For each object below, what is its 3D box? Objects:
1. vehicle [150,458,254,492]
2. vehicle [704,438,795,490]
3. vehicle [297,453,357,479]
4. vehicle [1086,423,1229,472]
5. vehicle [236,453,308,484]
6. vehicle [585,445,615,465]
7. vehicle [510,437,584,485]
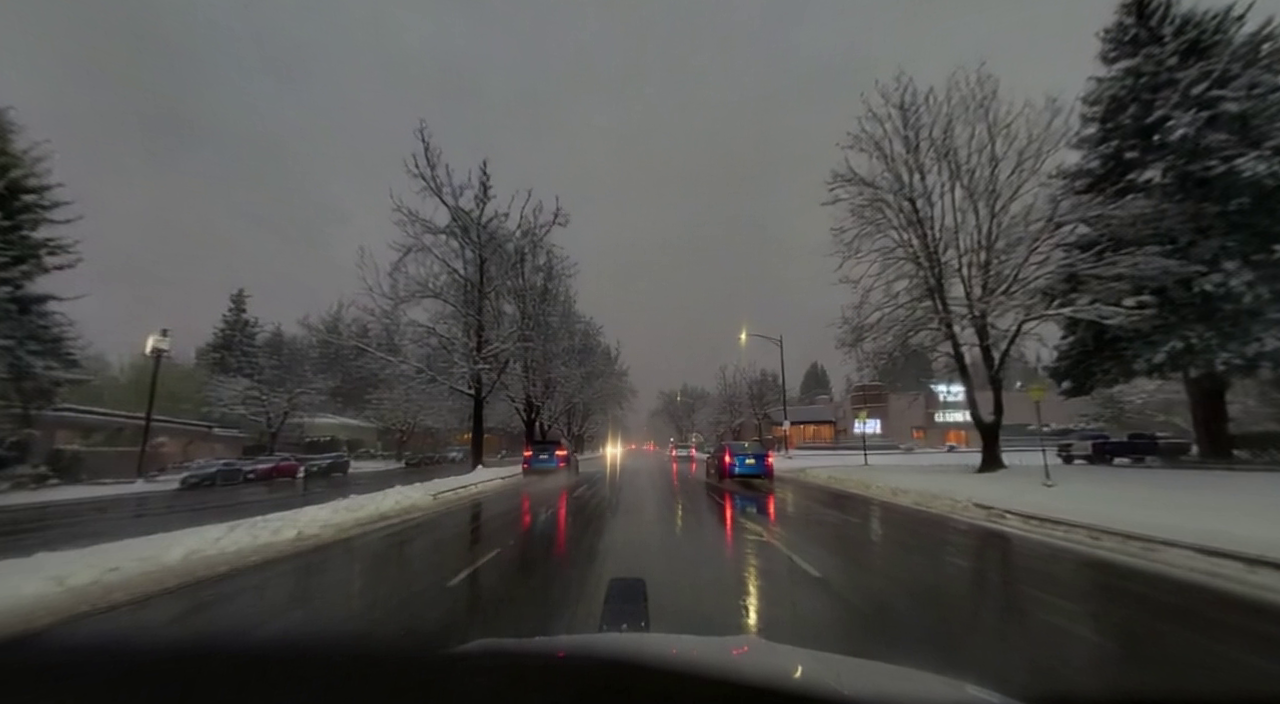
[{"bbox_3d":[-22.495,6.306,32.615,2.059,1.463,4.780,0,-8,-2],"label":"vehicle"},{"bbox_3d":[3.371,3.553,20.354,2.083,1.474,4.360,0,-8,-1],"label":"vehicle"},{"bbox_3d":[-22.397,8.126,45.313,1.922,1.682,4.638,0,-8,0],"label":"vehicle"},{"bbox_3d":[28.505,5.247,34.790,6.334,2.182,2.351,-2,-8,-11],"label":"vehicle"},{"bbox_3d":[-22.584,7.144,38.879,1.853,1.693,4.233,0,-8,1],"label":"vehicle"},{"bbox_3d":[-3.048,7.919,48.756,2.060,1.459,4.311,0,-8,0],"label":"vehicle"},{"bbox_3d":[-3.410,4.074,23.905,2.113,1.626,4.129,0,-8,1],"label":"vehicle"}]
